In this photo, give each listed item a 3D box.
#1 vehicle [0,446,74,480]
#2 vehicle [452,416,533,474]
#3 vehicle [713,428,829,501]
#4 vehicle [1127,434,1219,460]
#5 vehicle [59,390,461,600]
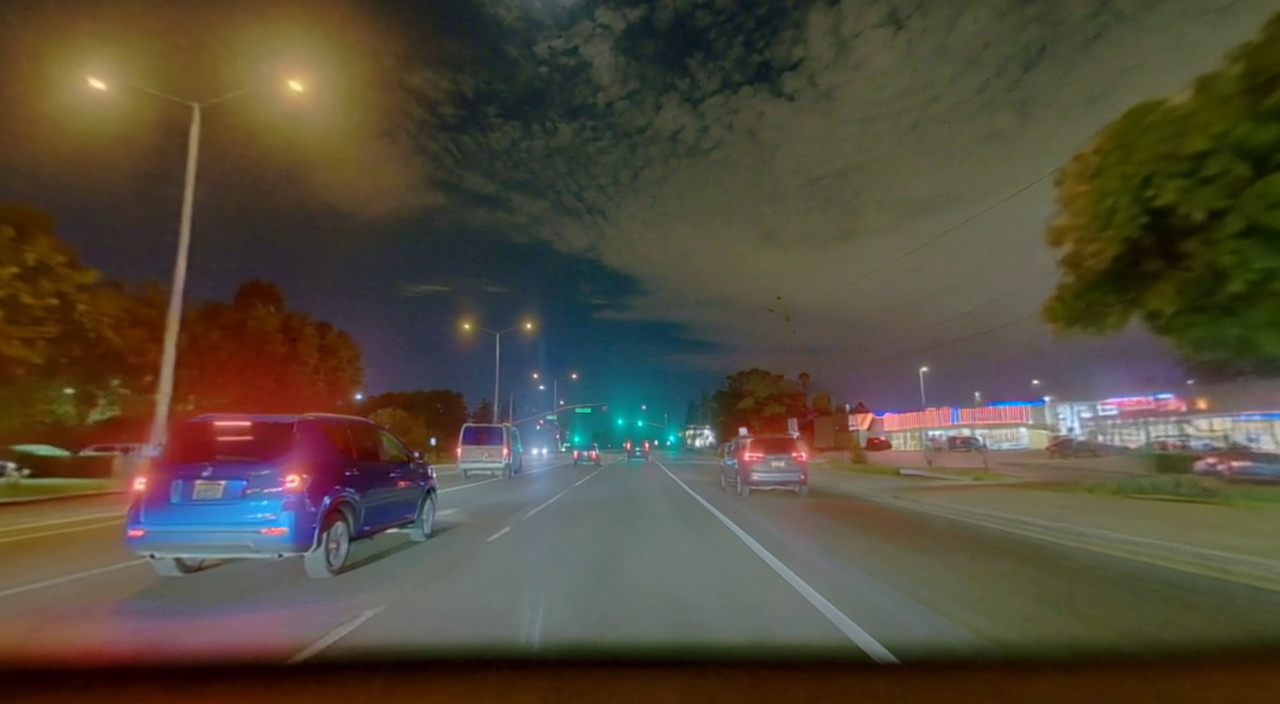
[{"bbox_3d":[-32.553,5.729,32.628,4.452,1.684,1.978,0,-9,0],"label":"vehicle"},{"bbox_3d":[-7.138,4.669,31.476,2.863,2.592,6.410,1,-9,-4],"label":"vehicle"},{"bbox_3d":[3.525,3.157,18.024,2.167,1.792,4.835,0,-9,-2],"label":"vehicle"},{"bbox_3d":[38.837,6.946,46.050,2.009,1.754,4.928,1,-9,-7],"label":"vehicle"},{"bbox_3d":[-3.797,1.516,7.483,2.038,1.748,4.303,0,-9,0],"label":"vehicle"}]
